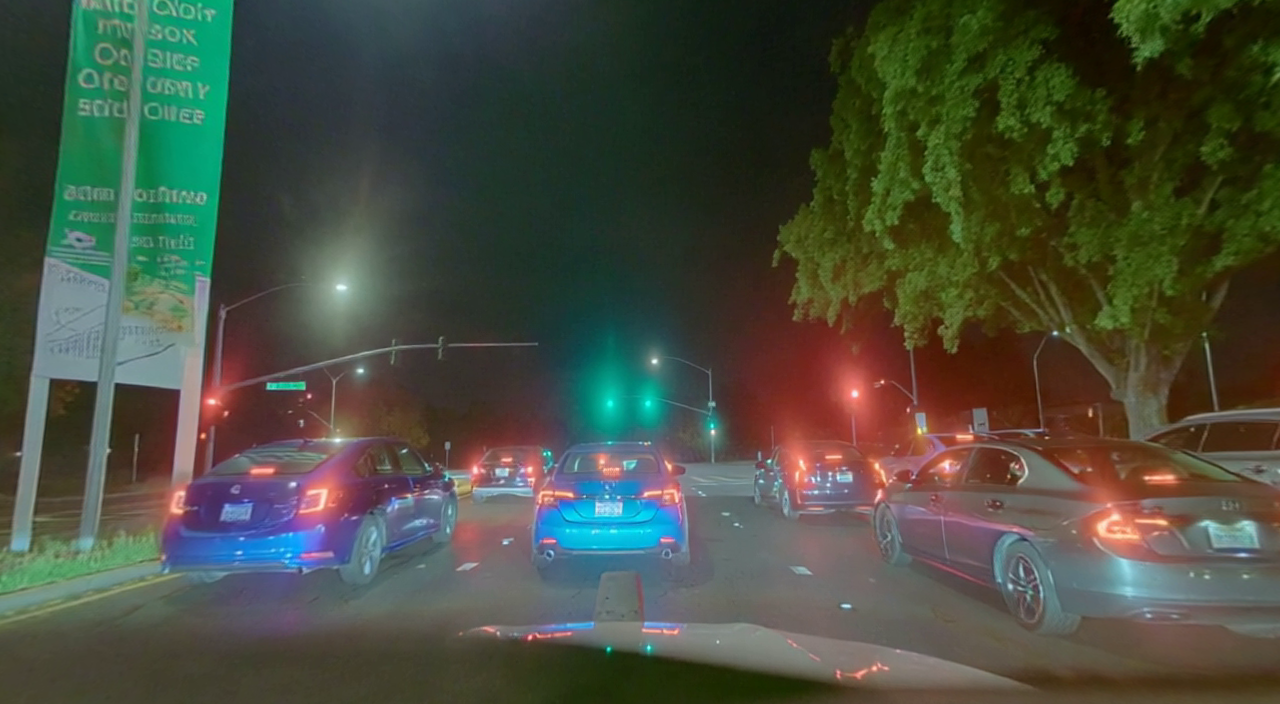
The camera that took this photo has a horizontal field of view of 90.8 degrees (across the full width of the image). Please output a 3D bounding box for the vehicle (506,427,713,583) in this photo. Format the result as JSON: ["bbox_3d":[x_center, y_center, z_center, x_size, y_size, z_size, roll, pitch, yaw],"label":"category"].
[{"bbox_3d":[-0.322,1.750,7.975,1.994,1.479,3.647,0,-9,-1],"label":"vehicle"}]

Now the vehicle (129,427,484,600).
[{"bbox_3d":[-3.365,1.696,7.516,1.929,1.457,4.136,0,-9,0],"label":"vehicle"}]

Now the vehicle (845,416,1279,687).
[{"bbox_3d":[3.607,1.434,5.775,1.953,1.471,4.470,0,-9,0],"label":"vehicle"}]

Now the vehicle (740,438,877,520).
[{"bbox_3d":[3.398,2.622,13.557,1.852,1.498,3.825,0,-9,-1],"label":"vehicle"}]
